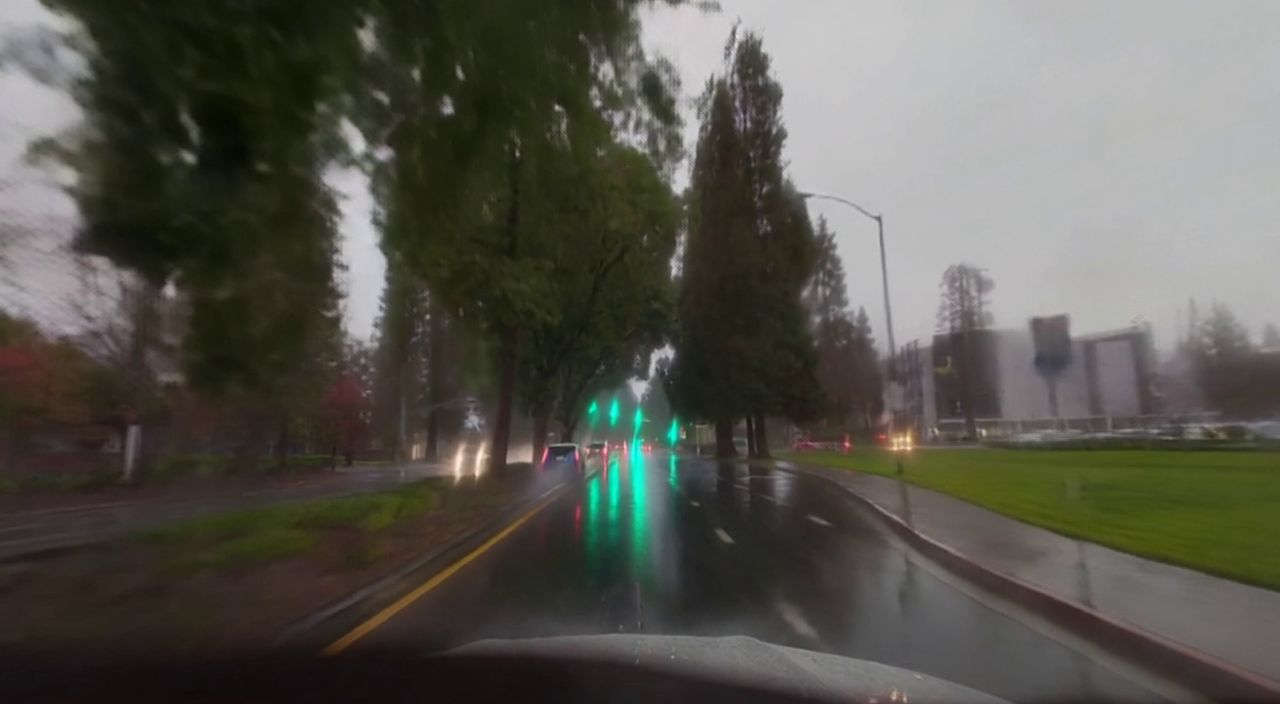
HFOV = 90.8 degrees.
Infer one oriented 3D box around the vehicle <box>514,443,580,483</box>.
[{"bbox_3d":[-3.603,4.357,25.201,1.932,1.431,4.144,0,-9,1],"label":"vehicle"}]
